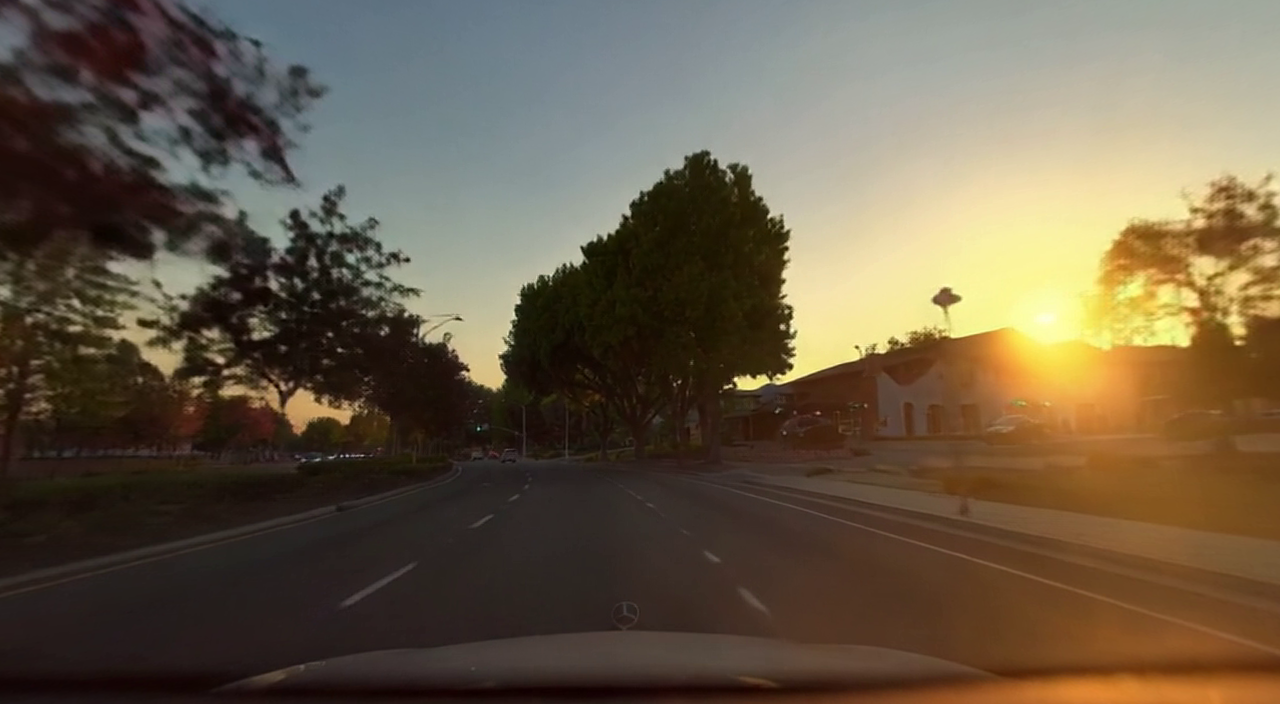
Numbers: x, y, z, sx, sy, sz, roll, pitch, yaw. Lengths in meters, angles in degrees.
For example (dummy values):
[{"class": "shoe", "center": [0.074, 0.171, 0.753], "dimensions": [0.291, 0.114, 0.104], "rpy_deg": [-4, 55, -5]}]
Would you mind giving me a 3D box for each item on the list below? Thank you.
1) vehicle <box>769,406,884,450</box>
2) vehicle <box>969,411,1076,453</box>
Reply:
[{"class": "vehicle", "center": [12.917, 5.476, 44.548], "dimensions": [2.757, 2.765, 7.526], "rpy_deg": [6, -11, -36]}, {"class": "vehicle", "center": [18.854, 3.981, 31.096], "dimensions": [4.802, 1.900, 2.373], "rpy_deg": [5, -10, -31]}]
